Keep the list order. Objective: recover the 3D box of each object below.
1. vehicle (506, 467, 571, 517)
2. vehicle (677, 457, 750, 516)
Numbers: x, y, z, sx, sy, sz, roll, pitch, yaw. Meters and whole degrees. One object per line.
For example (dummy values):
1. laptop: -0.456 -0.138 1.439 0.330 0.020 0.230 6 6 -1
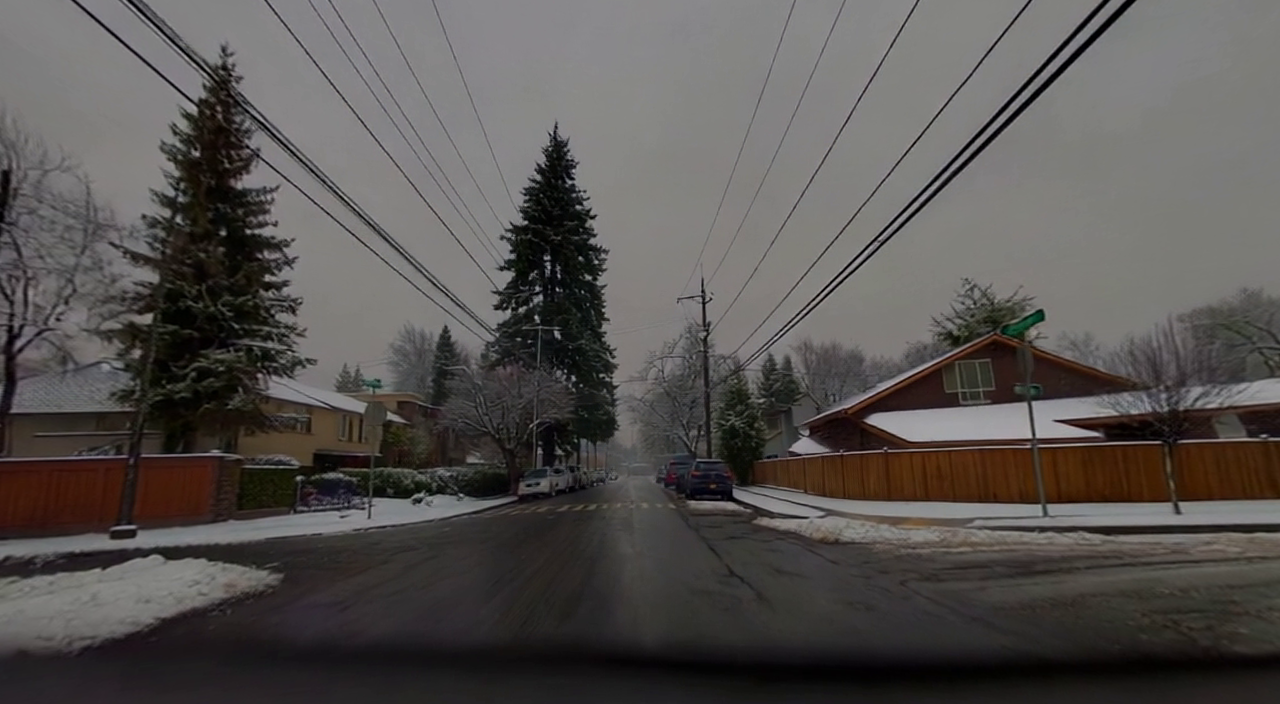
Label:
1. vehicle: -4.262 5.949 27.294 2.189 1.771 4.571 0 -8 -2
2. vehicle: 2.624 4.952 23.789 2.051 1.874 4.459 0 -8 -2
